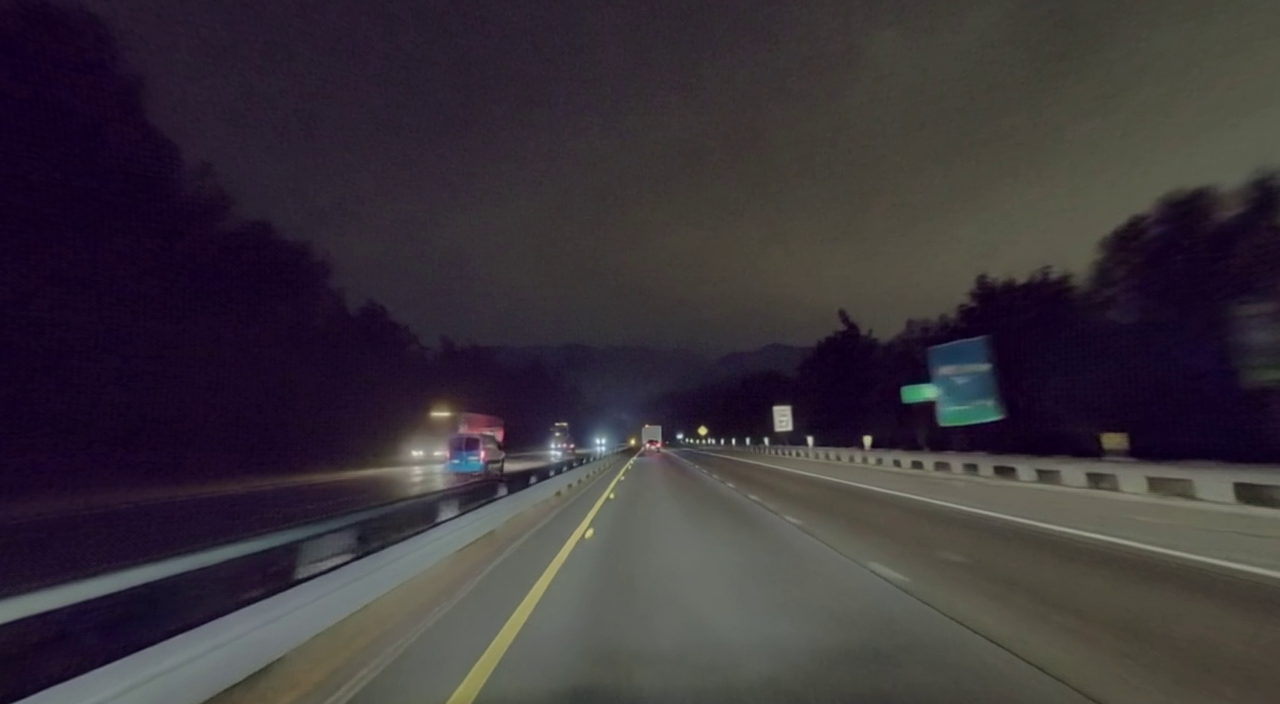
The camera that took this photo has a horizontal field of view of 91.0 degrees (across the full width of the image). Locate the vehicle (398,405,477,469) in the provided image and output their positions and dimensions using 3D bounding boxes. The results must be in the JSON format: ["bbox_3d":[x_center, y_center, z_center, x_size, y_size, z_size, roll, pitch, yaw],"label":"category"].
[{"bbox_3d":[-13.928,5.937,43.862,3.090,4.025,6.471,1,-8,1],"label":"vehicle"}]

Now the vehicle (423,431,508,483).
[{"bbox_3d":[-6.925,4.210,25.506,2.068,1.897,4.372,-1,-8,2],"label":"vehicle"}]
